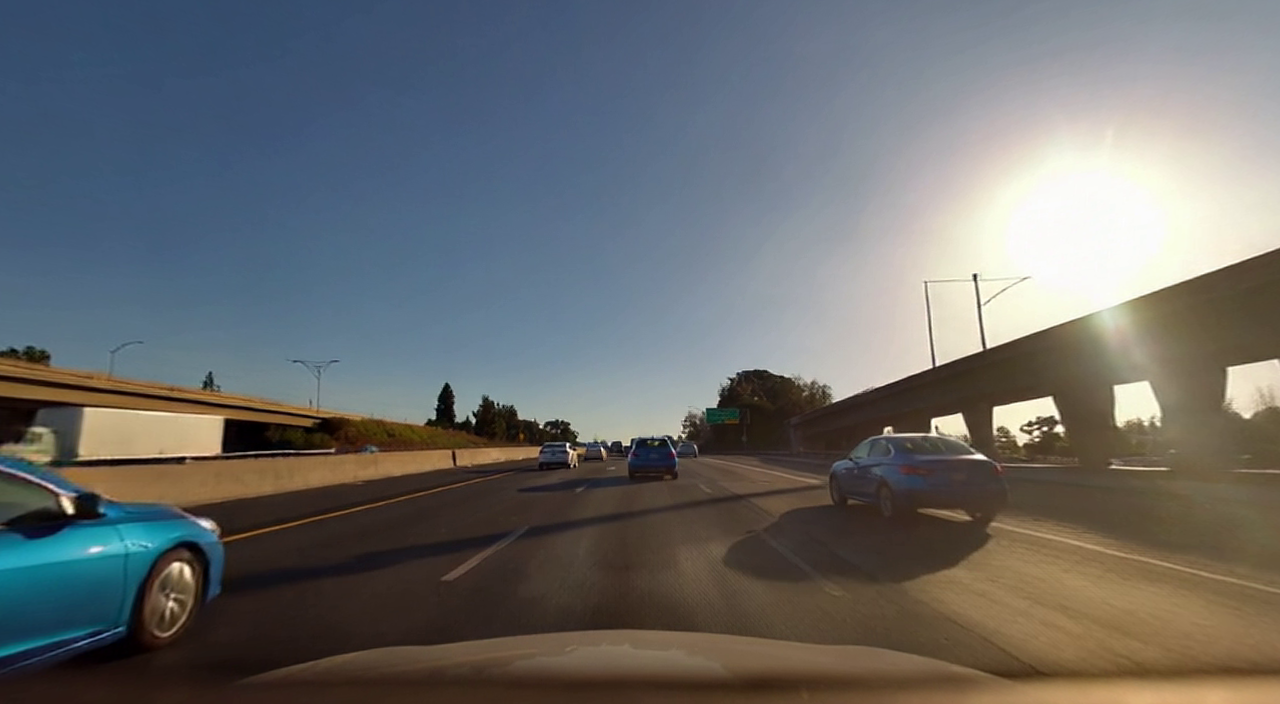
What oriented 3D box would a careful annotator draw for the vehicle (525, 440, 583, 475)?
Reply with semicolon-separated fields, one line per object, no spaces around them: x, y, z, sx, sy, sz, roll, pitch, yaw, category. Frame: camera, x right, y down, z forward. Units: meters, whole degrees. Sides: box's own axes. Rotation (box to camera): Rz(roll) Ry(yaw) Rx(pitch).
-3.891;4.852;29.243;2.031;1.491;4.145;0;-8;1;vehicle

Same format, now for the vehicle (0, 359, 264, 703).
-3.933;0.804;2.439;2.160;1.639;4.431;0;-8;0;vehicle

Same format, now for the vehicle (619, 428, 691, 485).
0.440;3.540;21.543;2.202;1.748;4.158;0;-8;-1;vehicle

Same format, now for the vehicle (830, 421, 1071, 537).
5.168;2.165;11.369;2.055;1.656;4.370;0;-8;-1;vehicle
